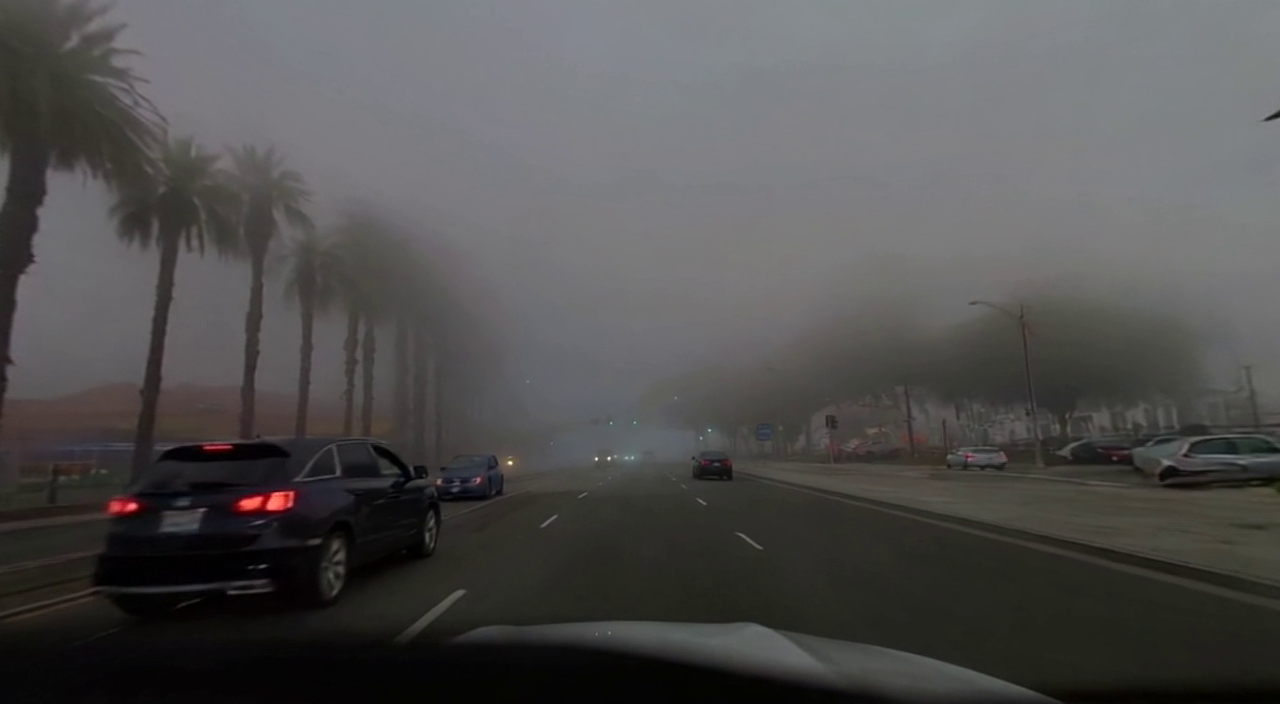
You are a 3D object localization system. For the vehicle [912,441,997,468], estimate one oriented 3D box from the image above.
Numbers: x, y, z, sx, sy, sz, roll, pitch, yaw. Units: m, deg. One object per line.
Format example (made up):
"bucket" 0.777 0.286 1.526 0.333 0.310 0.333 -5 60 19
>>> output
"vehicle" 18.168 5.877 36.460 4.750 1.478 1.998 5 -10 -29

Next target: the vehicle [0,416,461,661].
"vehicle" -3.276 1.509 6.207 2.021 1.550 4.090 0 -9 -3

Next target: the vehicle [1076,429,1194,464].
"vehicle" 29.667 5.693 38.128 5.325 1.840 1.882 -3 -12 30

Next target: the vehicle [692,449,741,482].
"vehicle" 3.732 5.575 31.350 1.889 1.448 4.262 0 -9 0

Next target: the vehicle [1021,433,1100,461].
"vehicle" 29.321 6.638 44.198 4.361 1.818 2.009 -5 -10 29
